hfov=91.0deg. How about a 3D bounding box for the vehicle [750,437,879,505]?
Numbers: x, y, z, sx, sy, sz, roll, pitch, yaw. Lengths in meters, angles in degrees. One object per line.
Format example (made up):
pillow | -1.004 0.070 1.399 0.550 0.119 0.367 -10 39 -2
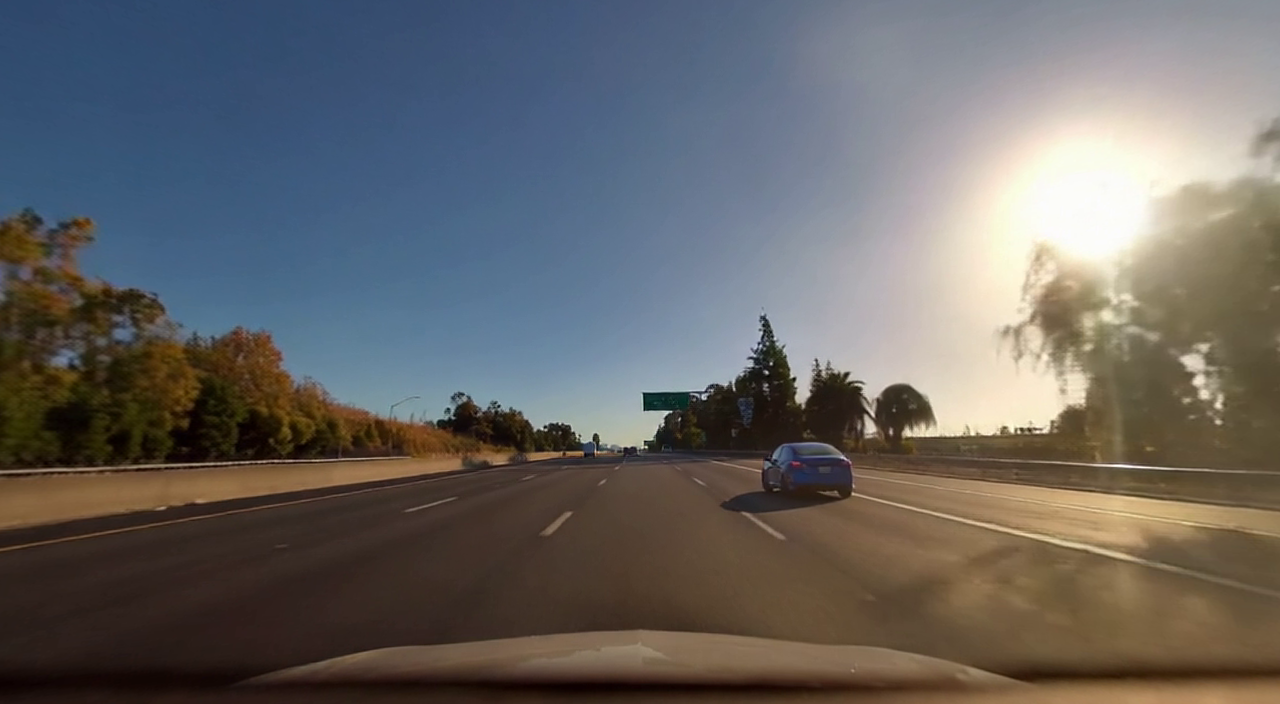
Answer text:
vehicle | 4.293 3.011 16.339 2.033 1.501 4.398 0 -9 -1
